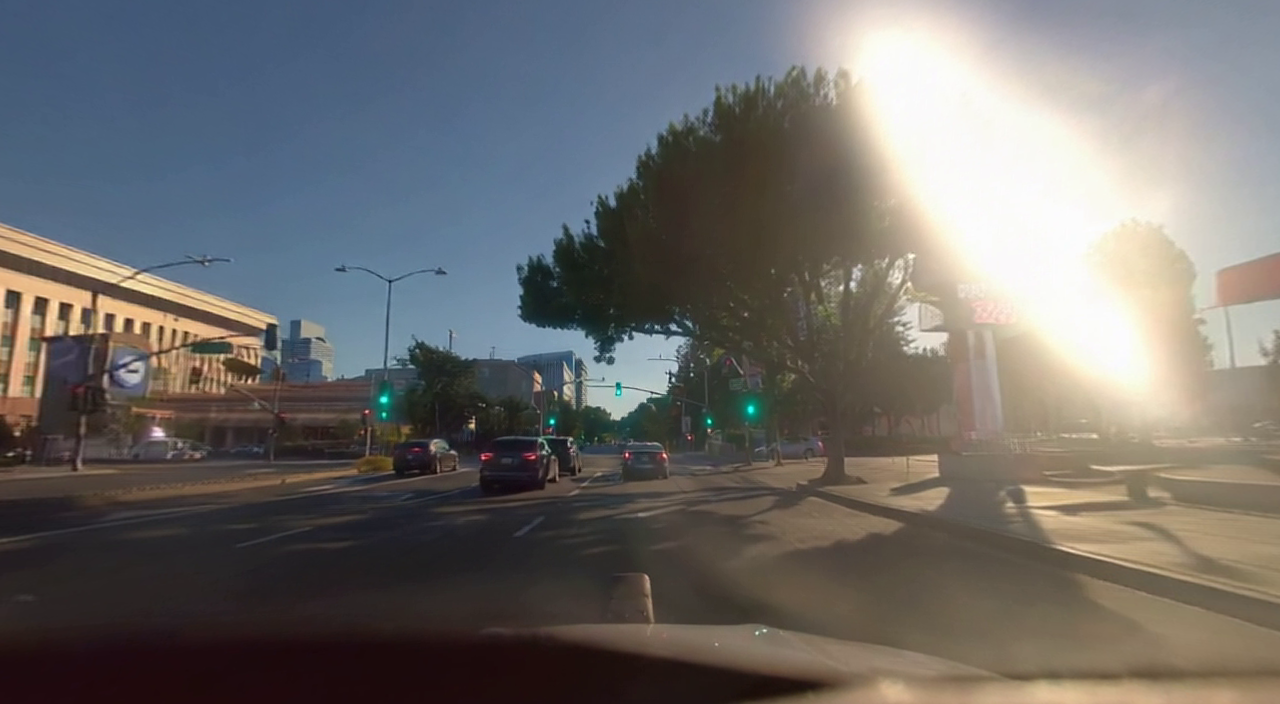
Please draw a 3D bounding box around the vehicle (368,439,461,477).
[{"bbox_3d":[-9.563,4.523,27.140,2.096,1.474,4.585,-1,-9,3],"label":"vehicle"}]

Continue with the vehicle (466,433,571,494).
[{"bbox_3d":[-3.308,3.139,18.096,2.029,1.517,4.375,0,-9,2],"label":"vehicle"}]

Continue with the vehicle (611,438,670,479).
[{"bbox_3d":[0.099,4.353,26.099,2.258,1.507,3.896,-1,-8,3],"label":"vehicle"}]
